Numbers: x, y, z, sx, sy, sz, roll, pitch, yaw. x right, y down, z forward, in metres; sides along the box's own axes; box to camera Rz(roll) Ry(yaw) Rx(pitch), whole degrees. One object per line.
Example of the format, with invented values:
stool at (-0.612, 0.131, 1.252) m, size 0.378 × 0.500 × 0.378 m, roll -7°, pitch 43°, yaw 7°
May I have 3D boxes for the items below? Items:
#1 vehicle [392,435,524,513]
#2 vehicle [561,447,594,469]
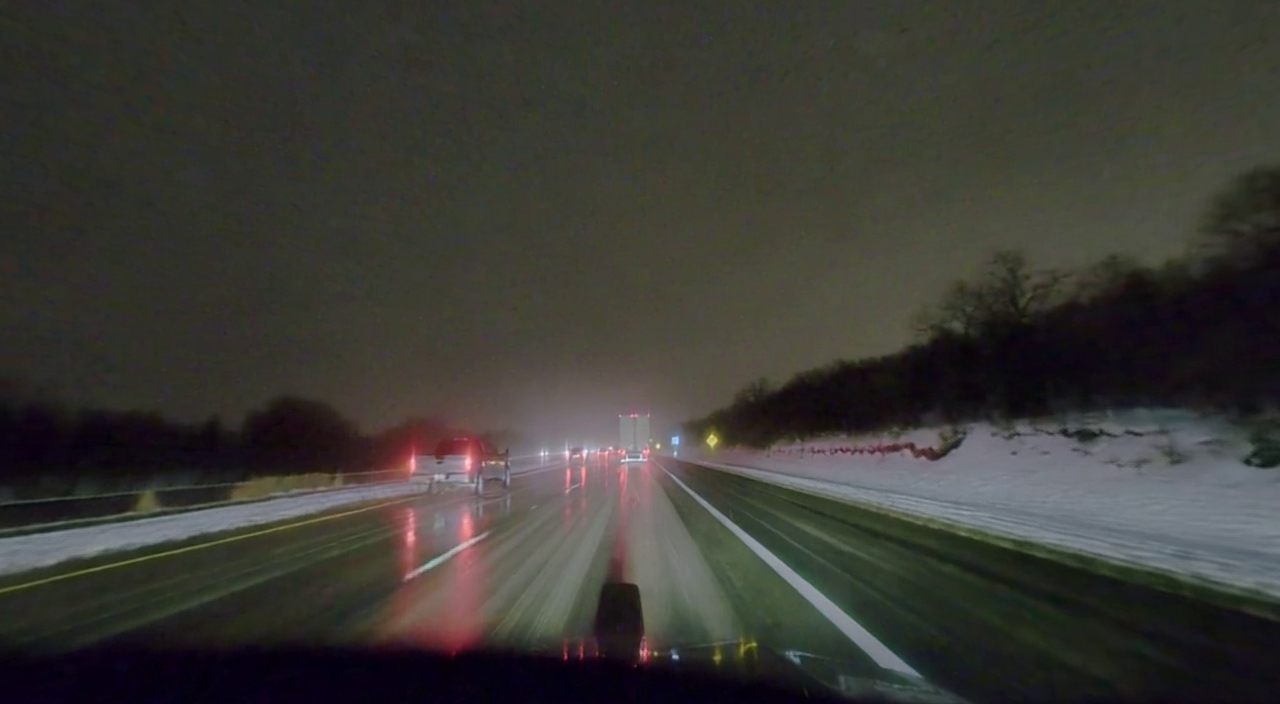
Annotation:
vehicle at (-4.259, 2.918, 15.555) m, size 1.991 × 1.618 × 4.211 m, roll 0°, pitch -9°, yaw 0°
vehicle at (-4.501, 7.722, 46.074) m, size 1.978 × 1.507 × 4.062 m, roll 0°, pitch -9°, yaw 0°
